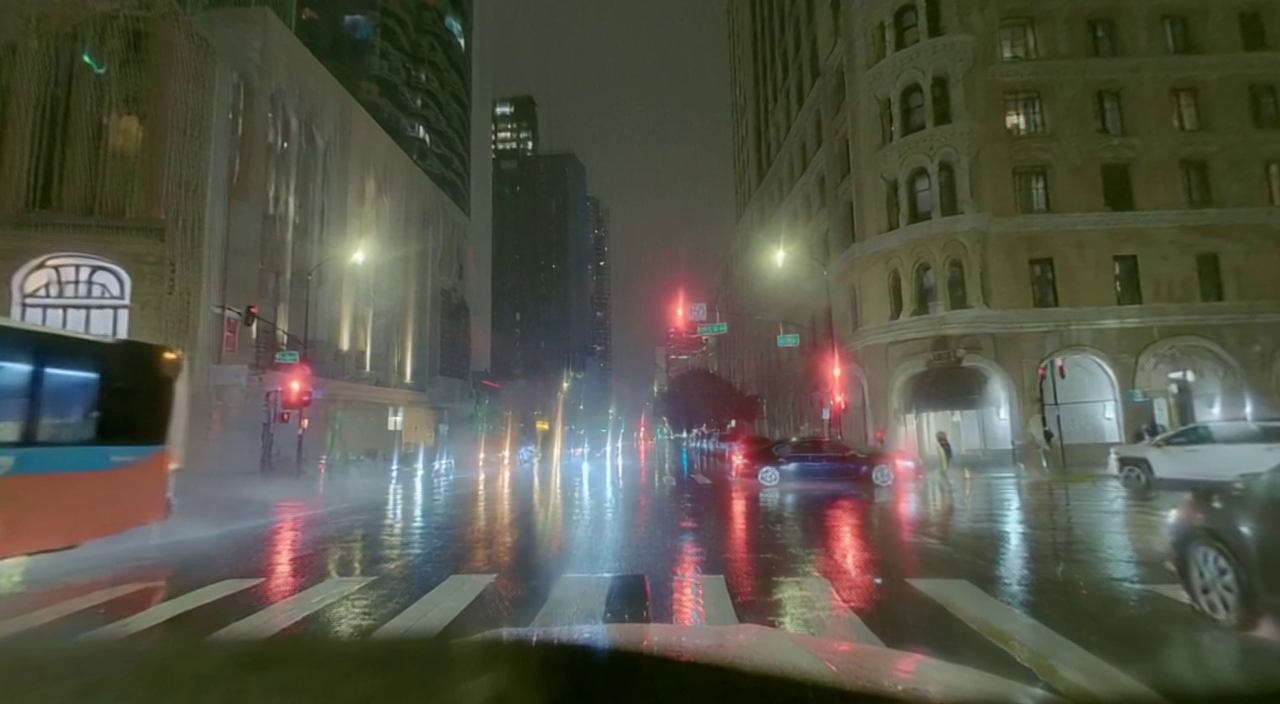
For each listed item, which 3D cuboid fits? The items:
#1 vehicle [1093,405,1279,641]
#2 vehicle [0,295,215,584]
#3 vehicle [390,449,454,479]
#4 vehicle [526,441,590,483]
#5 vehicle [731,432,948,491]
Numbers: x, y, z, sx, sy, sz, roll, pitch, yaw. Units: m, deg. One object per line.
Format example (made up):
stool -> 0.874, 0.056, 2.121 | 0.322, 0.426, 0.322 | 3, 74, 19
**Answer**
vehicle -> 5.025, 0.984, 3.274 | 1.912, 1.505, 4.889 | -1, -8, 3
vehicle -> -9.026, 0.928, 6.733 | 2.763, 3.411, 8.508 | 0, -8, 2
vehicle -> -11.924, 6.116, 34.804 | 1.998, 1.505, 4.405 | 0, -8, 0
vehicle -> -3.017, 4.162, 24.217 | 1.904, 1.402, 4.759 | 0, -8, -1
vehicle -> 5.392, 3.016, 17.598 | 5.388, 1.465, 2.050 | -2, -9, 15
